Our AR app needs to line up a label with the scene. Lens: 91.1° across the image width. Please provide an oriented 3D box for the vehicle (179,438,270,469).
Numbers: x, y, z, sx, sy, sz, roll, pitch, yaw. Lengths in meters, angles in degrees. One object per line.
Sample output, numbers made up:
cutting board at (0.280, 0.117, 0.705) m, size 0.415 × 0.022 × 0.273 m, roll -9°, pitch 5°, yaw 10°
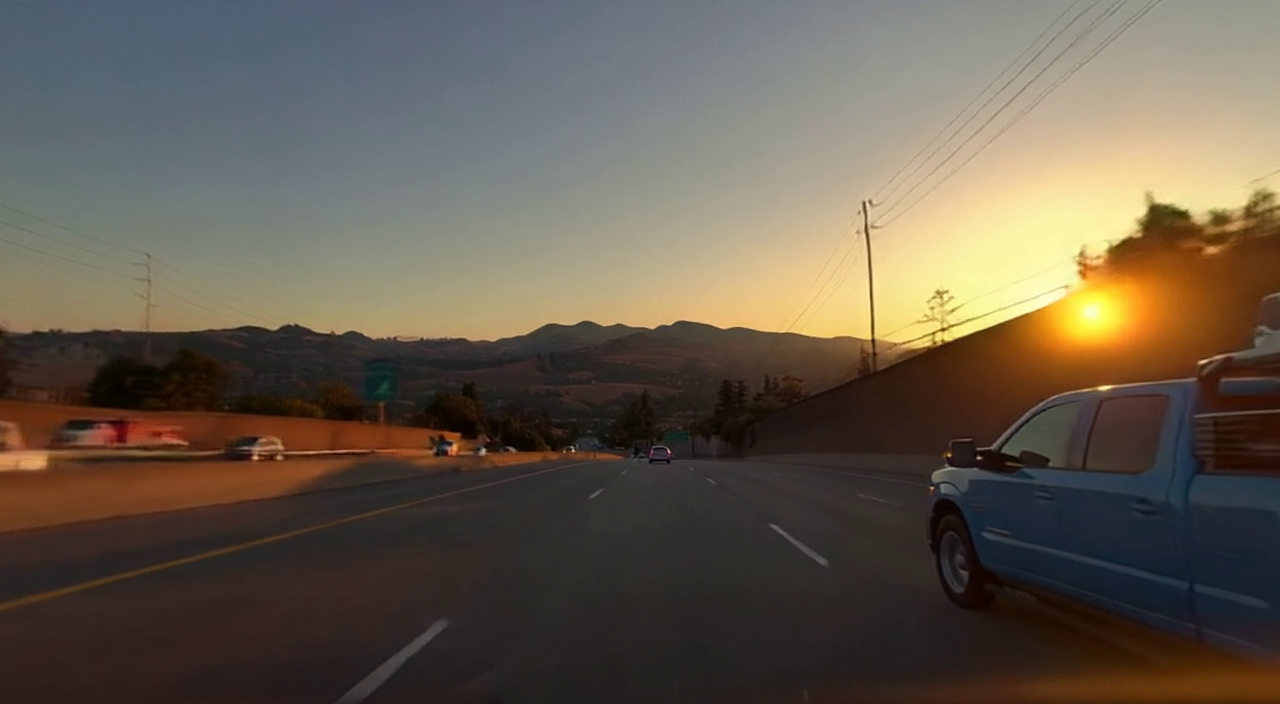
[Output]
vehicle at (-24.570, 6.004, 37.408) m, size 1.981 × 1.713 × 4.811 m, roll 0°, pitch -9°, yaw 2°

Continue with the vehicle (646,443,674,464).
vehicle at (1.466, 7.778, 48.112) m, size 2.034 × 1.549 × 4.147 m, roll 0°, pitch -9°, yaw 0°

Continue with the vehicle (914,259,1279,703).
vehicle at (4.059, 0.774, 3.077) m, size 2.538 × 2.228 × 6.370 m, roll 0°, pitch -9°, yaw 0°

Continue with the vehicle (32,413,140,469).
vehicle at (-28.492, 4.628, 32.462) m, size 2.035 × 2.698 × 3.636 m, roll 0°, pitch -9°, yaw 2°
